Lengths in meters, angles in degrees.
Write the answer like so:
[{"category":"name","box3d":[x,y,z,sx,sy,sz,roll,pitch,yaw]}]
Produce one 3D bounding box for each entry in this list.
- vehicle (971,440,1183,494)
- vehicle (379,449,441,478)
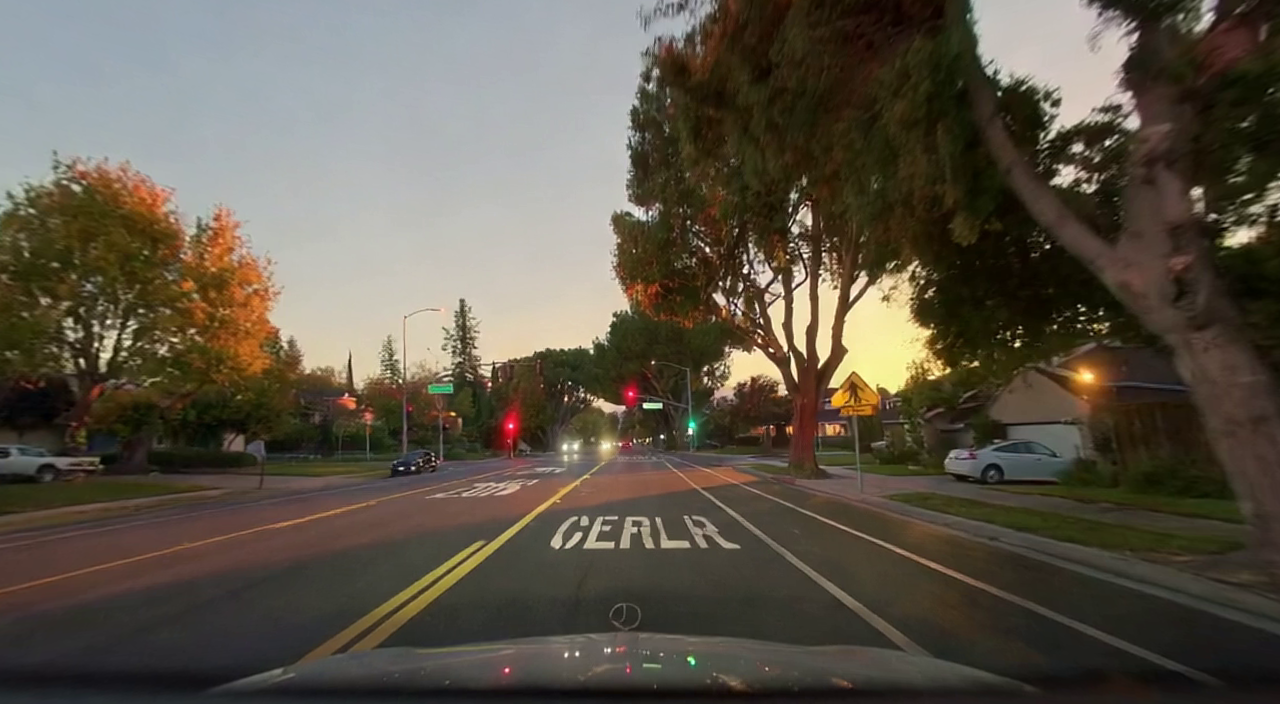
[{"category":"vehicle","box3d":[12.377,3.270,18.153,4.539,1.404,2.008,-1,-8,2]},{"category":"vehicle","box3d":[-12.957,6.292,35.917,1.851,1.482,4.443,0,-8,0]}]
